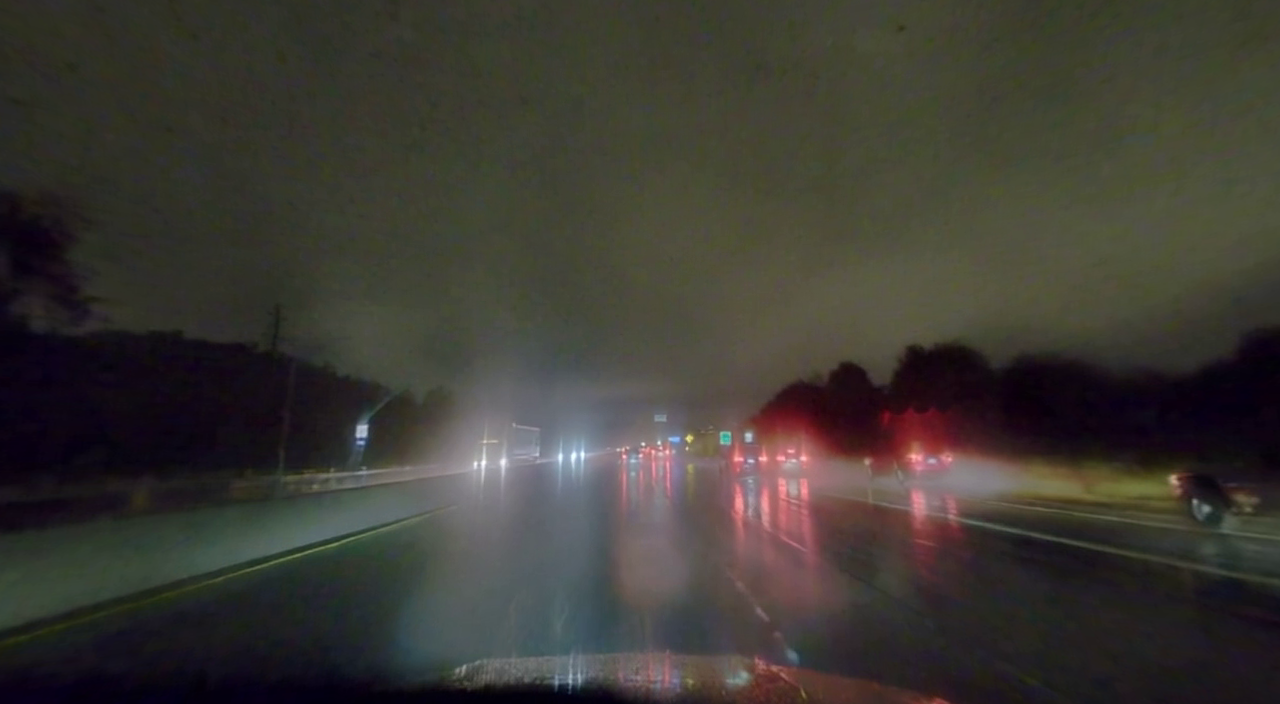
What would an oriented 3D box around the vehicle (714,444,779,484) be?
[{"bbox_3d":[4.259,4.561,25.649,1.917,1.488,3.693,0,-9,-1],"label":"vehicle"}]
